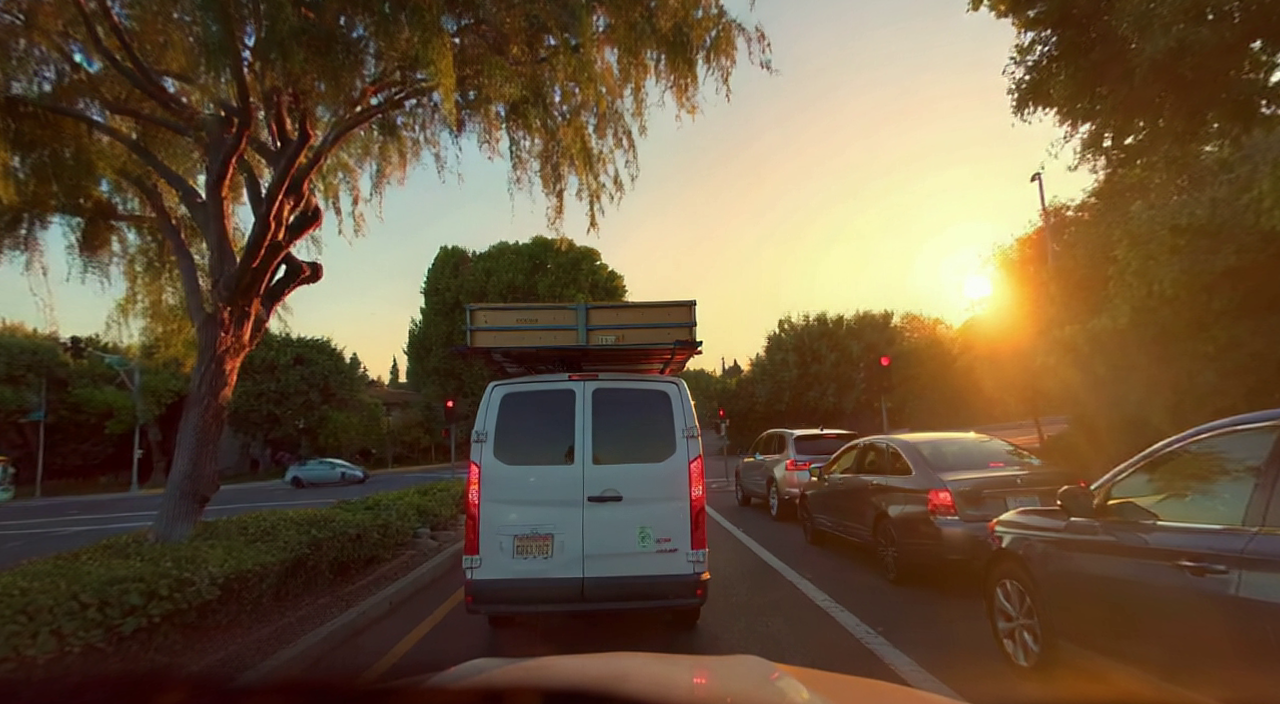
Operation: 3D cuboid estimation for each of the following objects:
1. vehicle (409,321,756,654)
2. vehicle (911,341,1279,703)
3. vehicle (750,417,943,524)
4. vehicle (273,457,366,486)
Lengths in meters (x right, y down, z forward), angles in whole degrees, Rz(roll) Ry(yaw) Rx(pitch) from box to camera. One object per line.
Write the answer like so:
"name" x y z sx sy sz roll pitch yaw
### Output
"vehicle" -0.361 1.150 6.189 2.145 2.089 4.309 0 -9 0
"vehicle" 3.453 0.939 3.398 1.965 1.671 4.146 0 -9 -3
"vehicle" 3.688 2.212 12.271 2.024 1.692 4.252 1 -9 -4
"vehicle" -16.557 6.165 32.715 4.135 1.321 1.687 4 -10 -27
